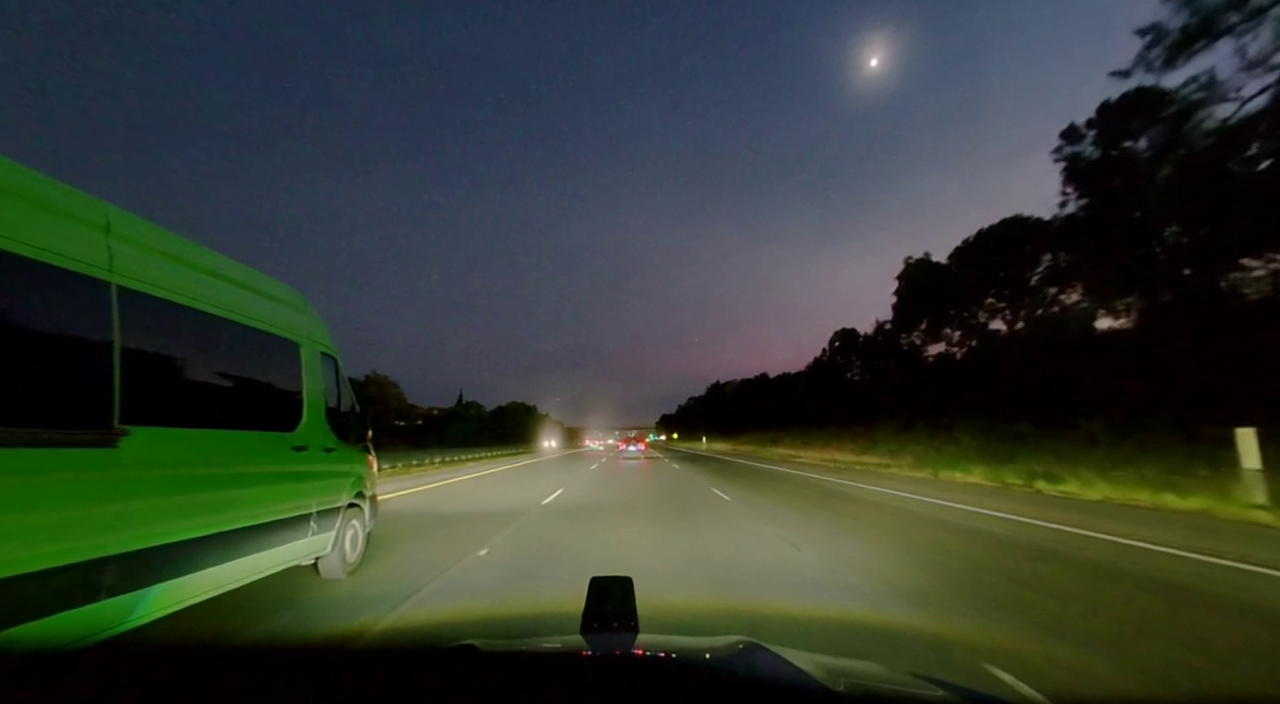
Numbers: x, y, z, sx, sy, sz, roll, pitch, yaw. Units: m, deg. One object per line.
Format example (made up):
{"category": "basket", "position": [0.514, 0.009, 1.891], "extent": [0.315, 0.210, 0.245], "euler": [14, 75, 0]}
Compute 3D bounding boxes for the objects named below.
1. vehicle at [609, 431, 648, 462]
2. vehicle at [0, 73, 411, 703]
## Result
{"category": "vehicle", "position": [-0.655, 5.332, 35.741], "extent": [2.104, 1.646, 4.176], "euler": [0, -8, -1]}
{"category": "vehicle", "position": [-3.505, 0.474, 3.397], "extent": [2.424, 2.577, 5.828], "euler": [0, -8, -1]}
